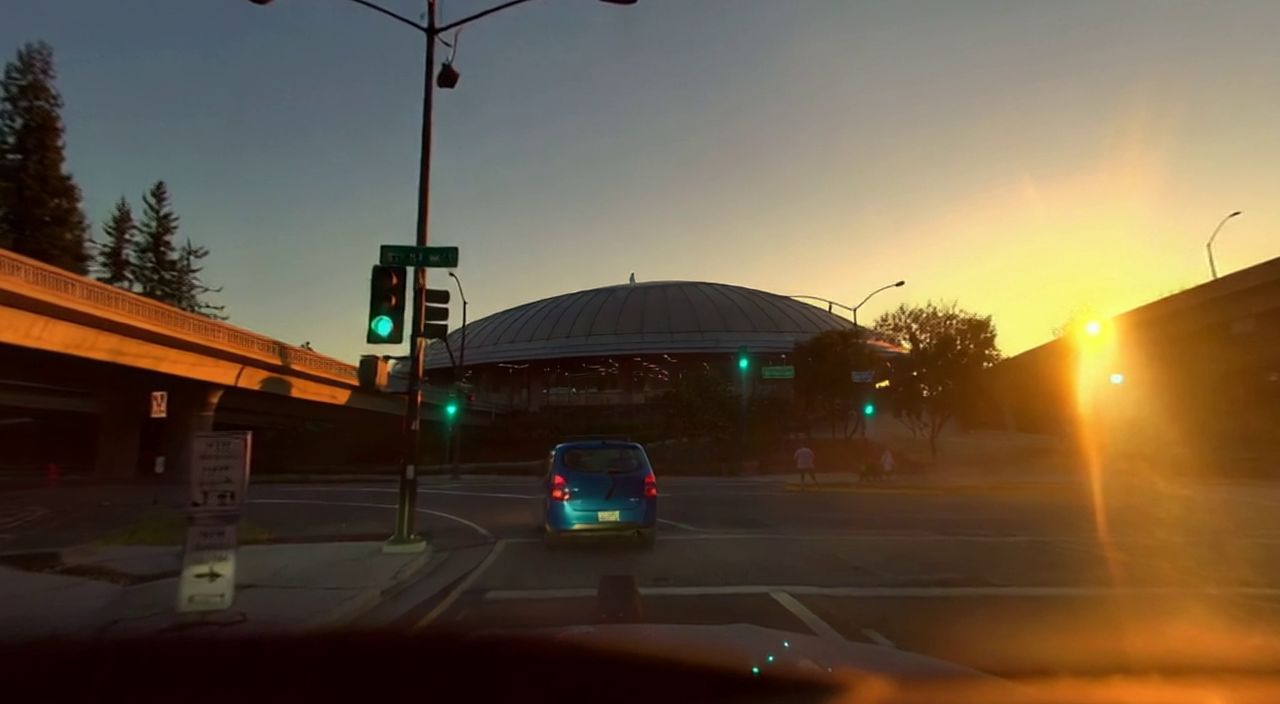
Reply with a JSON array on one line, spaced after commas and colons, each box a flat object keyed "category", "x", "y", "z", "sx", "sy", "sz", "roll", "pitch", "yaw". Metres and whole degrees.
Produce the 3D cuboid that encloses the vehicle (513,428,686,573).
[{"category": "vehicle", "x": -0.785, "y": 1.969, "z": 9.074, "sx": 1.976, "sy": 1.584, "sz": 3.772, "roll": 2, "pitch": -9, "yaw": -11}]
